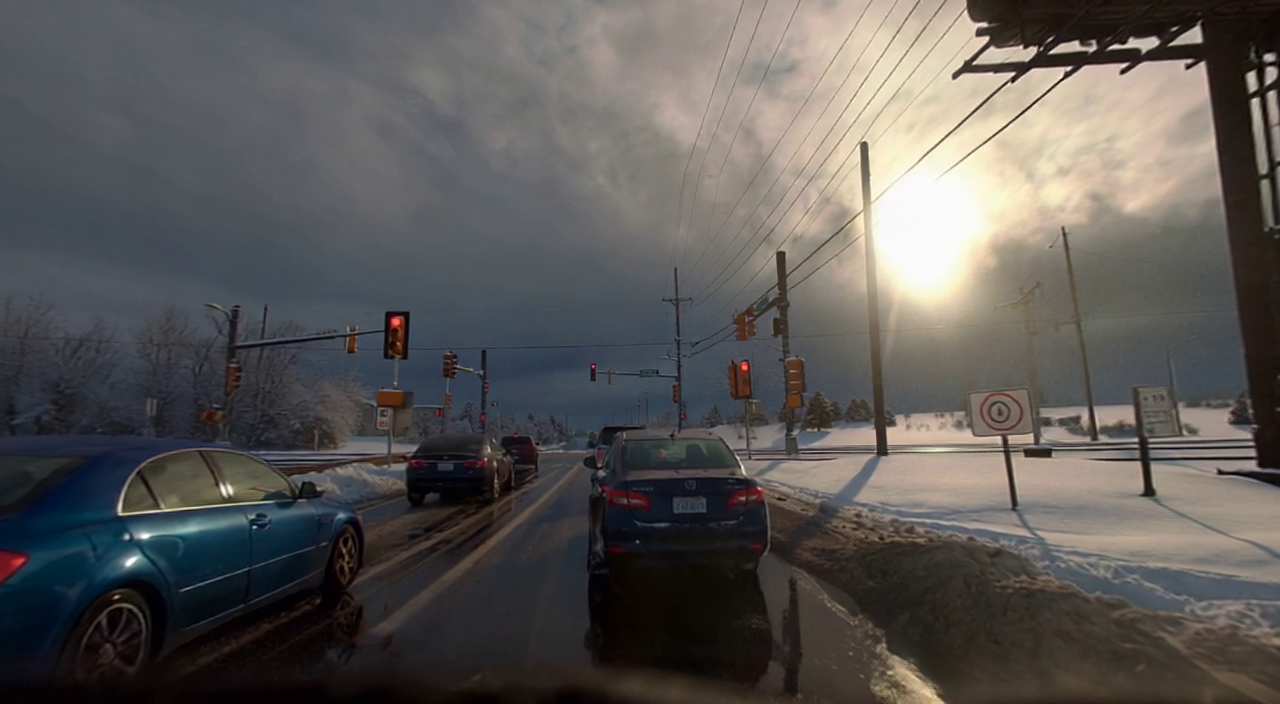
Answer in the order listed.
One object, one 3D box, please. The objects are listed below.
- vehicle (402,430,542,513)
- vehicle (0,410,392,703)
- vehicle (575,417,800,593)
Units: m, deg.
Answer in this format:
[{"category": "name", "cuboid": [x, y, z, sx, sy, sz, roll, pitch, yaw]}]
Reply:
[{"category": "vehicle", "cuboid": [-3.369, 2.481, 13.552, 1.984, 1.505, 3.982, 0, -9, -1]}, {"category": "vehicle", "cuboid": [-3.711, 1.277, 4.602, 1.956, 1.468, 4.585, 0, -8, 0]}, {"category": "vehicle", "cuboid": [0.323, 1.652, 7.653, 1.998, 1.529, 3.960, 0, -9, -3]}]
